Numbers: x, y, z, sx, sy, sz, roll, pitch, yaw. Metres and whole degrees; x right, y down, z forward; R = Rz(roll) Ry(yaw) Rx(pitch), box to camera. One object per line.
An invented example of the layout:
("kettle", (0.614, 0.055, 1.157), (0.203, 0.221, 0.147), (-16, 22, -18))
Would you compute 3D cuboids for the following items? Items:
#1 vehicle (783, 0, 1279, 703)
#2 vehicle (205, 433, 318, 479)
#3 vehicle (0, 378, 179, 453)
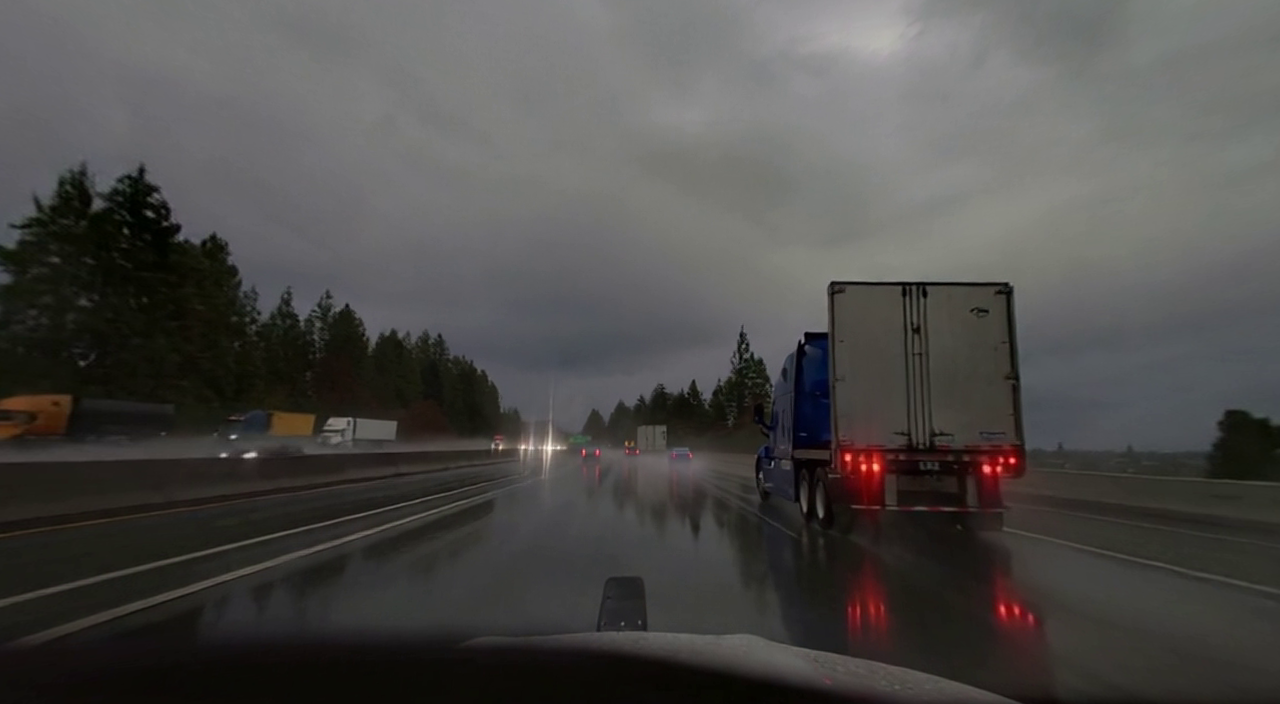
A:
("vehicle", (4.406, 0.127, 5.162), (2.847, 4.075, 14.244), (0, -9, -1))
("vehicle", (-13.919, 3.846, 23.465), (1.949, 1.543, 3.691), (0, -9, -2))
("vehicle", (-36.191, 4.436, 40.267), (2.904, 3.980, 13.490), (-1, -9, 2))
